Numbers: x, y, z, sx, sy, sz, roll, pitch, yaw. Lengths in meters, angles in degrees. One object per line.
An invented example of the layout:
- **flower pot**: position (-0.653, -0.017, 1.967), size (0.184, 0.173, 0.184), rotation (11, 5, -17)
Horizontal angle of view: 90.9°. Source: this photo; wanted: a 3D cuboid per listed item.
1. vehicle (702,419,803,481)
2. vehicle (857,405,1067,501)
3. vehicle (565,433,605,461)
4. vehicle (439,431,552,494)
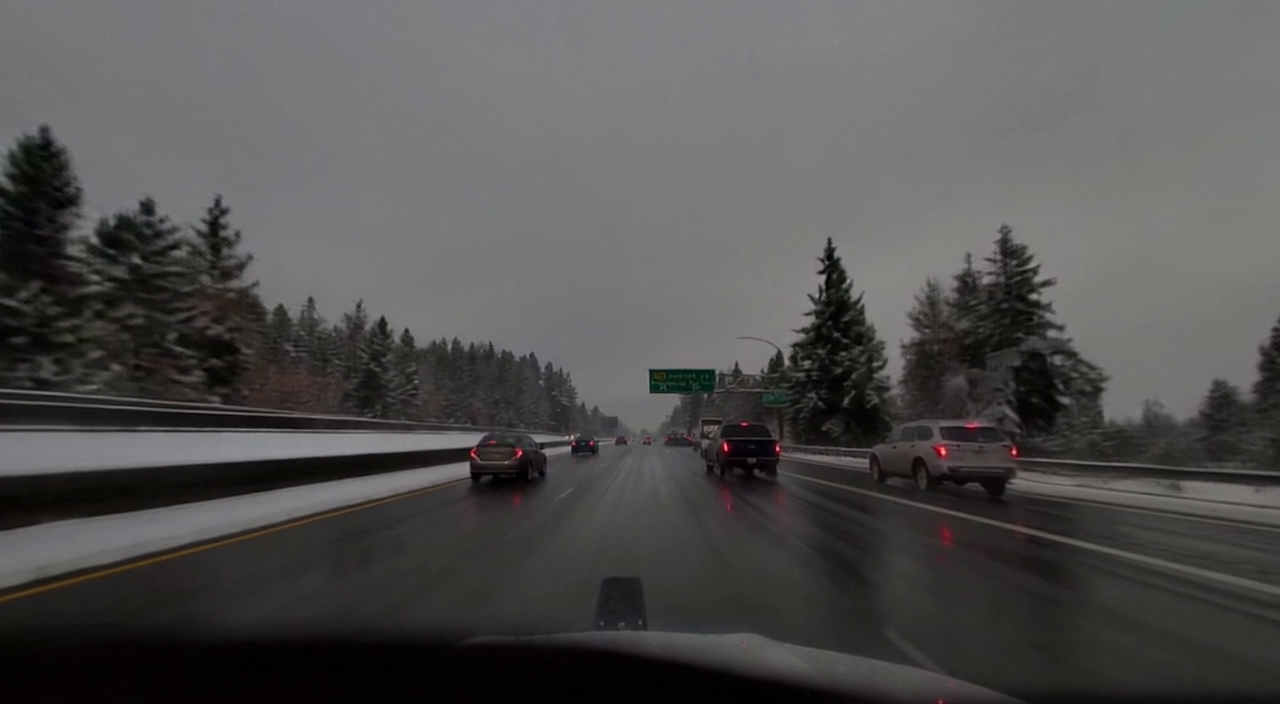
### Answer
- **vehicle**: position (3.800, 3.479, 22.612), size (2.517, 1.935, 5.552), rotation (0, -8, -1)
- **vehicle**: position (7.674, 2.509, 15.965), size (2.291, 1.968, 5.662), rotation (0, -8, 0)
- **vehicle**: position (-3.341, 5.890, 39.307), size (2.020, 1.628, 4.248), rotation (0, -8, 2)
- **vehicle**: position (-3.708, 2.909, 16.985), size (1.978, 1.473, 4.073), rotation (0, -8, 1)
